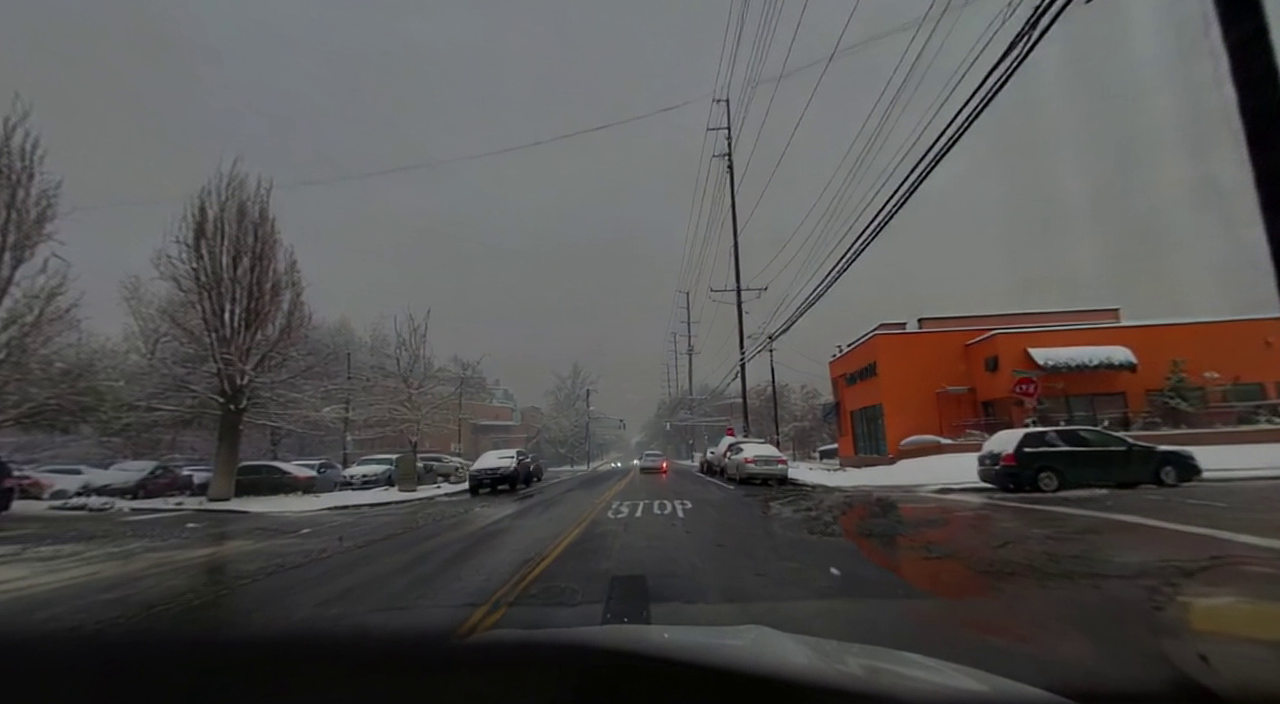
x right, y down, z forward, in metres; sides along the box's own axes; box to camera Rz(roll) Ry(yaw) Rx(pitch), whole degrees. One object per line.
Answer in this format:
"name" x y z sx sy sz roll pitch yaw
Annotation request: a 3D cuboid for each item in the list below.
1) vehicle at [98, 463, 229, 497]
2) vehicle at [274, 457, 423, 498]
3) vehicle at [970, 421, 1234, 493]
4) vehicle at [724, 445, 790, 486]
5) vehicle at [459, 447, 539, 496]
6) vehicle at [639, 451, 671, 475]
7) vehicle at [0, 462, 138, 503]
"vehicle" -22.869 6.136 30.374 4.660 1.488 1.930 0 -8 -2
"vehicle" -11.522 4.979 25.193 4.968 1.493 1.961 0 -8 -2
"vehicle" 11.589 2.652 16.073 5.255 1.688 1.994 1 -9 -4
"vehicle" 4.476 4.408 24.837 1.840 1.452 4.517 0 -8 2
"vehicle" -5.575 4.779 25.731 2.146 1.775 5.117 0 -8 -1
"vehicle" 0.925 7.444 42.348 2.033 1.464 4.645 0 -8 0
"vehicle" -22.792 5.120 24.836 4.394 1.444 1.850 0 -8 -1
